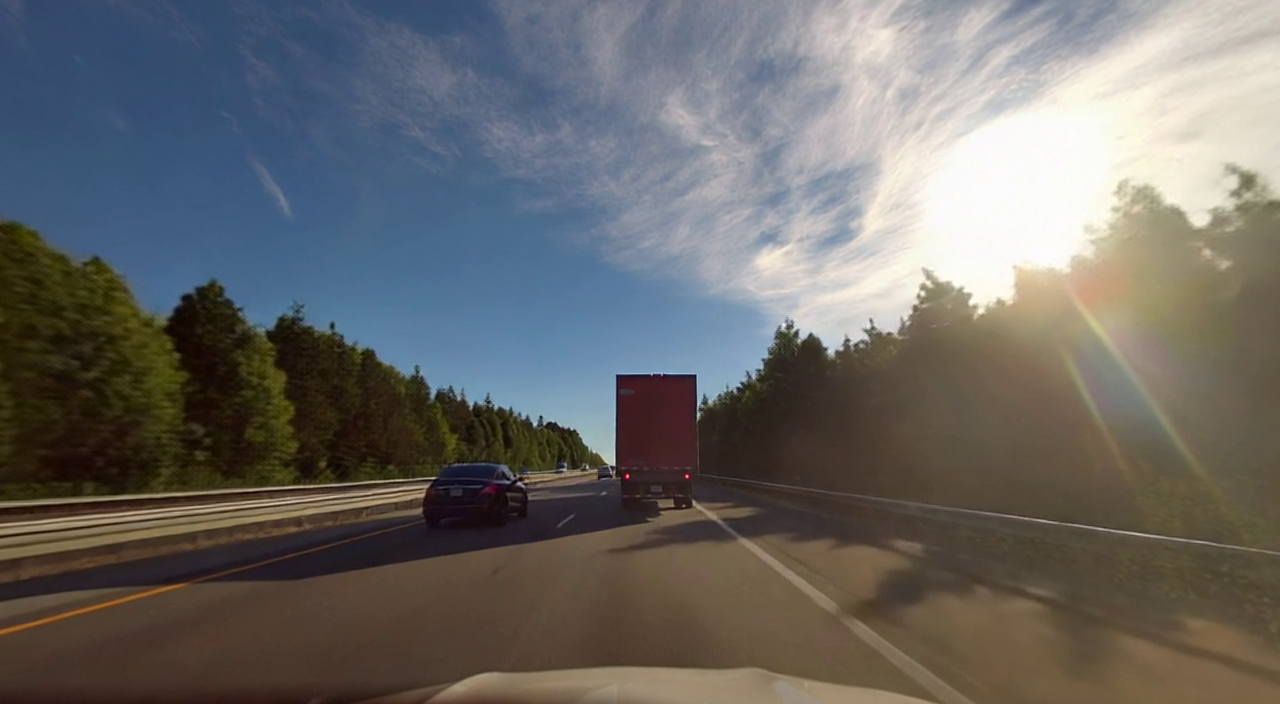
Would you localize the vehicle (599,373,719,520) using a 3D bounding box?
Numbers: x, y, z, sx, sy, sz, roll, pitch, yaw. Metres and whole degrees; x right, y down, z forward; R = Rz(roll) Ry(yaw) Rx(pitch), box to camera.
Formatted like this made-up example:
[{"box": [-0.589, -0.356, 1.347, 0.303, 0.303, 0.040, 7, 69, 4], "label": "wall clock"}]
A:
[{"box": [0.514, 3.238, 20.800, 3.008, 3.678, 9.512, 1, -10, 0], "label": "vehicle"}]

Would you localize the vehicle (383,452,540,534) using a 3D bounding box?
[{"box": [-3.782, 3.135, 14.446, 2.079, 1.506, 4.821, 0, -10, 1], "label": "vehicle"}]
